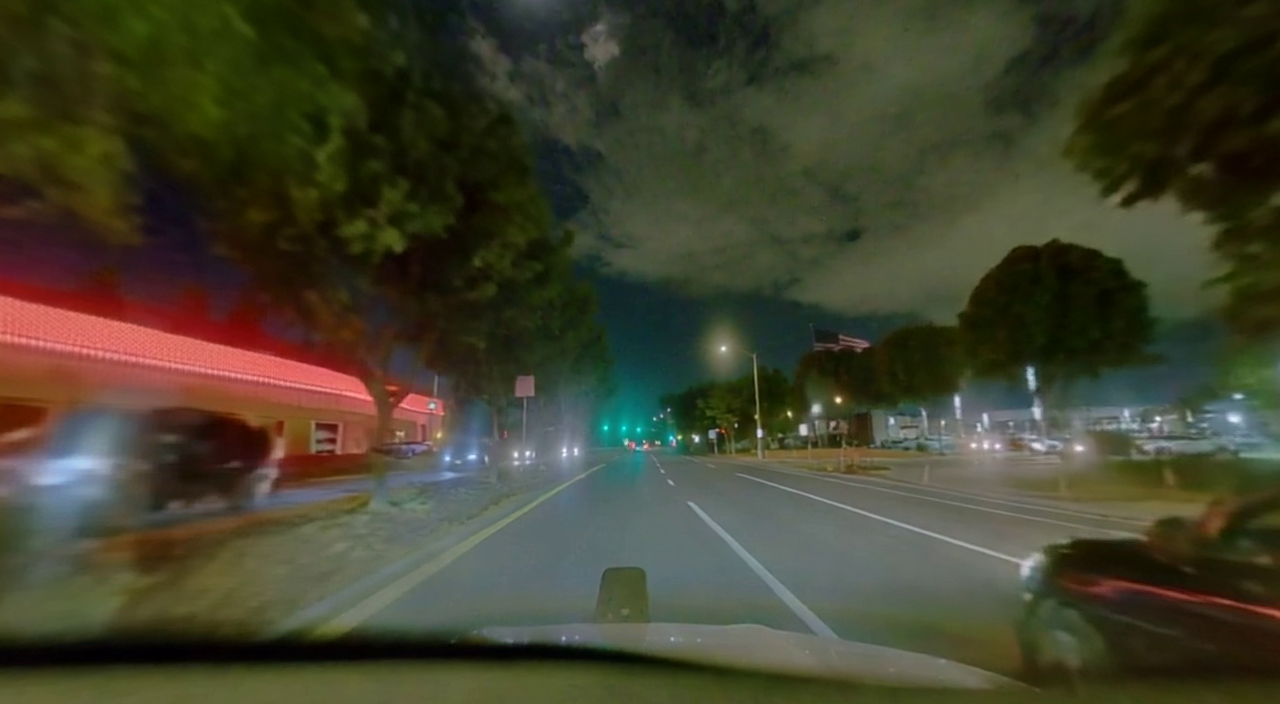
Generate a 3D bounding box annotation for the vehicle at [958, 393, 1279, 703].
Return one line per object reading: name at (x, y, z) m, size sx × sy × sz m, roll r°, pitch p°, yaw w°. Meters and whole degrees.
vehicle at (3.070, 0.810, 1.561) m, size 2.091 × 1.472 × 4.697 m, roll 0°, pitch -8°, yaw 0°

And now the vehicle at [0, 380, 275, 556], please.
vehicle at (-8.252, 1.675, 9.679) m, size 2.171 × 1.975 × 5.168 m, roll 0°, pitch -8°, yaw 0°

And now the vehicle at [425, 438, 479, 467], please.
vehicle at (-11.653, 6.274, 39.430) m, size 1.985 × 1.658 × 4.541 m, roll 0°, pitch -8°, yaw 0°
